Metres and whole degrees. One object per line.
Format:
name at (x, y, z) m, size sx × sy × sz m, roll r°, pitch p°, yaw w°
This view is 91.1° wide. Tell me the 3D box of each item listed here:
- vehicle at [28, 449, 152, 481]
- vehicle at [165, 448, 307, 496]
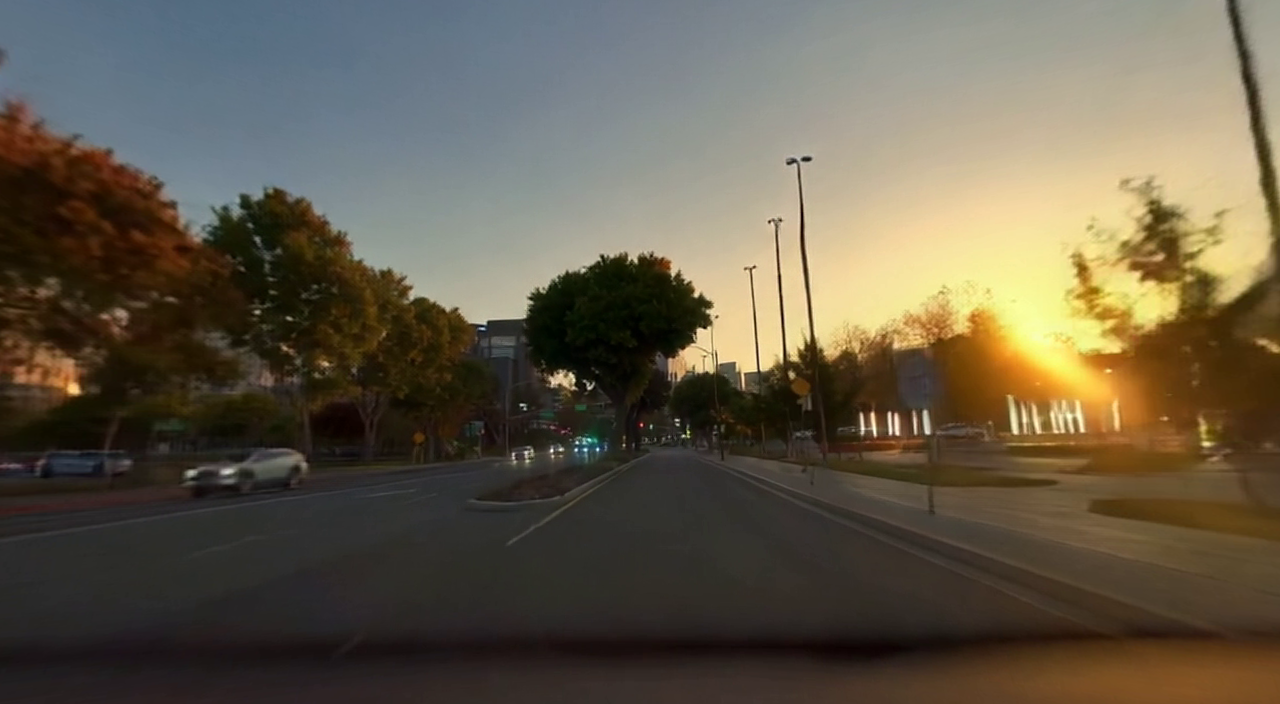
vehicle at (-29.124, 5.983, 33.373) m, size 4.692 × 1.576 × 1.864 m, roll 0°, pitch -9°, yaw -2°
vehicle at (-14.472, 4.280, 22.887) m, size 1.920 × 1.512 × 4.657 m, roll 0°, pitch -9°, yaw 2°
